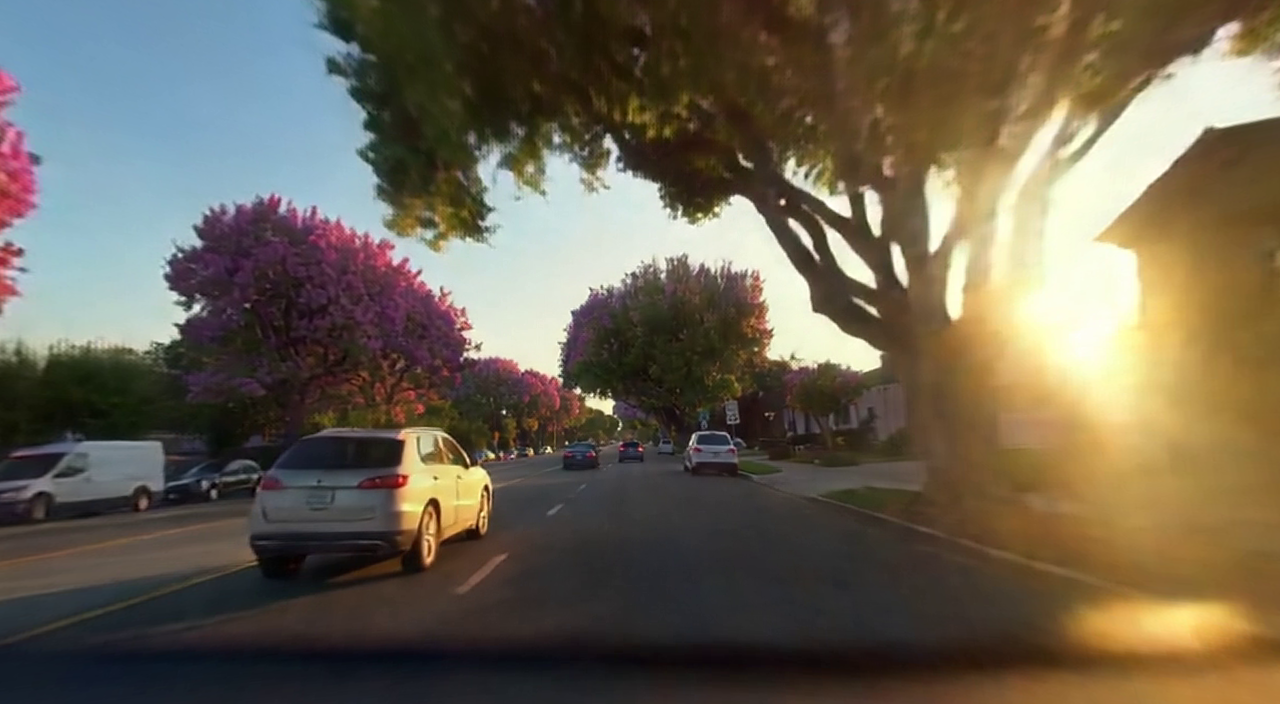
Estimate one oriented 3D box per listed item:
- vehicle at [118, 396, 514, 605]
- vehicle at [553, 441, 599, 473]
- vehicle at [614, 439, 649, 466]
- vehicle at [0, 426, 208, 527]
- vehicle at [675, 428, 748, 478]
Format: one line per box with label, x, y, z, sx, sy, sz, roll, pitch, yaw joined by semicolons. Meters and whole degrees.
vehicle;-3.238;1.631;7.912;2.257;1.751;5.028;0;-9;0
vehicle;-3.439;5.739;34.705;2.167;1.634;4.220;0;-9;-1
vehicle;-0.590;7.162;45.170;2.376;1.801;4.317;0;-9;-1
vehicle;-16.336;3.549;18.917;2.474;2.431;6.256;-6;-7;0
vehicle;3.110;4.590;28.858;2.653;2.058;5.096;0;-9;-1
